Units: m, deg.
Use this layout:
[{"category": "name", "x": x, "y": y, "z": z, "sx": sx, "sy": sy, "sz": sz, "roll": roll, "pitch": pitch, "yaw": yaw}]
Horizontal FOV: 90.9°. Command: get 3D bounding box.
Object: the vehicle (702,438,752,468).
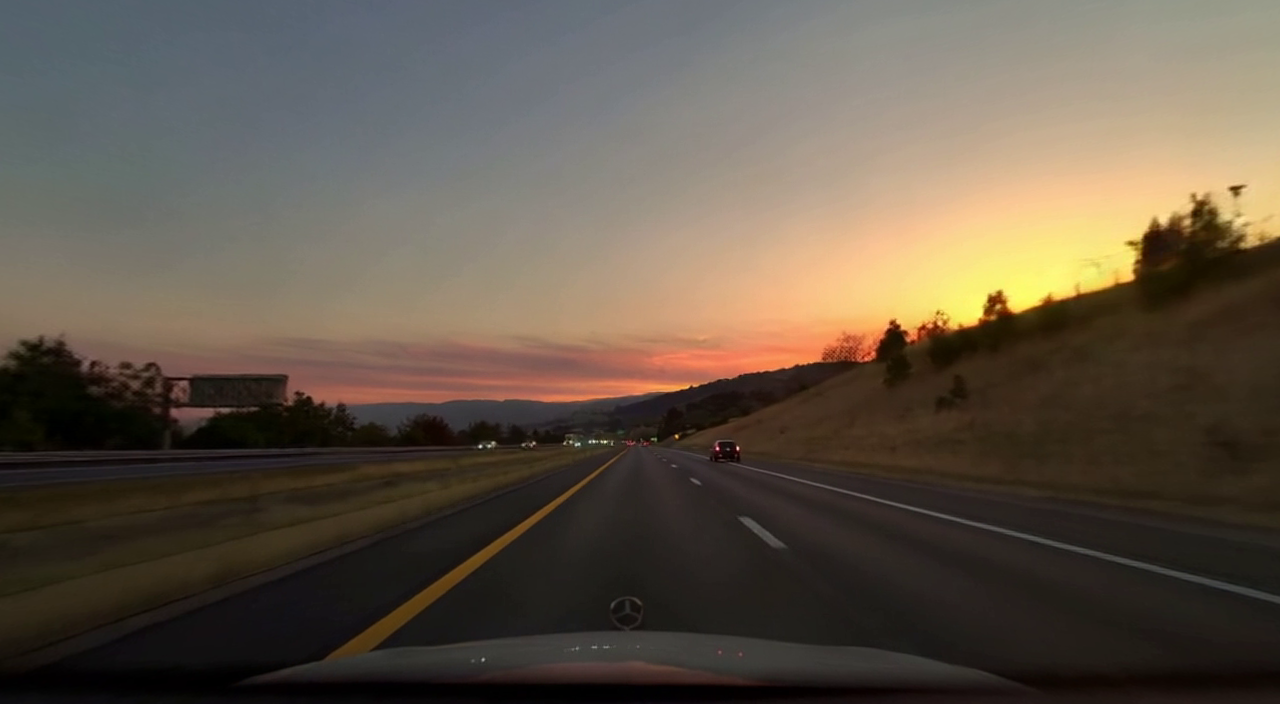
[{"category": "vehicle", "x": 4.616, "y": 5.423, "z": 34.124, "sx": 2.012, "sy": 1.476, "sz": 4.256, "roll": 0, "pitch": -8, "yaw": -1}]
